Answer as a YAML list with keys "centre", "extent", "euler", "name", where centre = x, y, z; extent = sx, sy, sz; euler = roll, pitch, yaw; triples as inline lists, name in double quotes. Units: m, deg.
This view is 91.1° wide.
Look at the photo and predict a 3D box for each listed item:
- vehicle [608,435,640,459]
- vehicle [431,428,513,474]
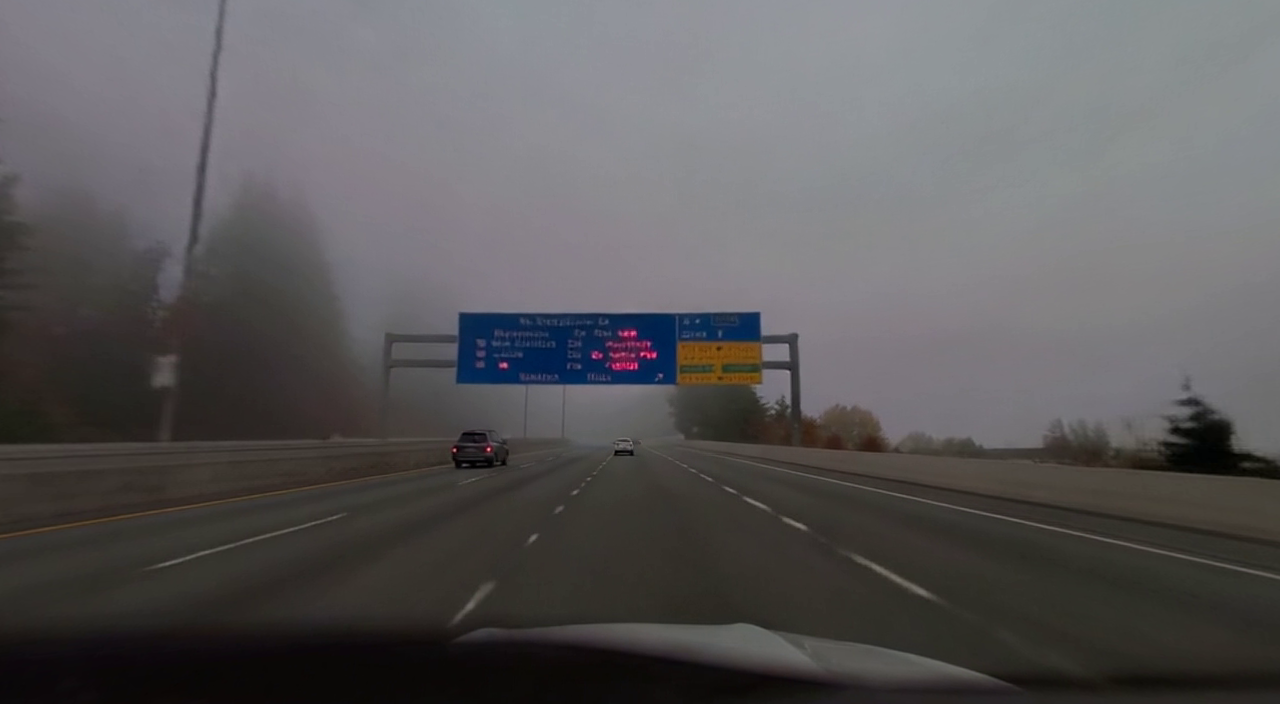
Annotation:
- centre: [-1.013, 6.264, 41.747]
  extent: [2.010, 1.534, 4.013]
  euler: [0, -8, 0]
  name: "vehicle"
- centre: [-6.751, 4.007, 25.829]
  extent: [2.111, 1.689, 4.505]
  euler: [0, -8, 0]
  name: "vehicle"
